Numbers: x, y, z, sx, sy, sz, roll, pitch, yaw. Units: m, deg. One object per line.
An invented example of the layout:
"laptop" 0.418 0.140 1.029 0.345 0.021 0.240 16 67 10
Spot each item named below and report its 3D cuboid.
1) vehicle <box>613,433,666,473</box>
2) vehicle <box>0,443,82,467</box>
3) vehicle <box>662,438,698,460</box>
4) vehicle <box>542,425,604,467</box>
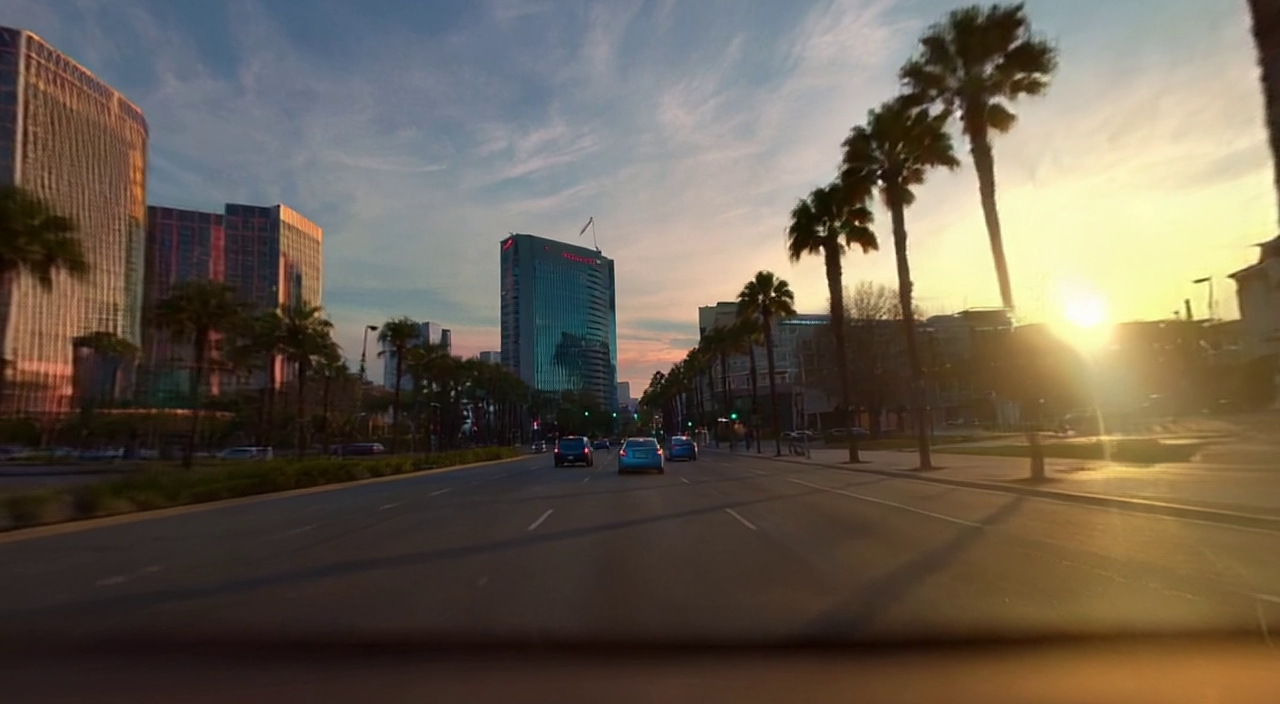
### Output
"vehicle" -0.083 4.406 27.736 2.160 1.615 4.117 0 -9 -2
"vehicle" -46.408 7.919 48.834 4.584 1.820 2.011 0 -9 -2
"vehicle" 2.748 6.763 44.182 2.085 1.482 4.491 0 -9 -2
"vehicle" -3.454 5.018 33.796 2.672 2.064 5.681 0 -9 0
